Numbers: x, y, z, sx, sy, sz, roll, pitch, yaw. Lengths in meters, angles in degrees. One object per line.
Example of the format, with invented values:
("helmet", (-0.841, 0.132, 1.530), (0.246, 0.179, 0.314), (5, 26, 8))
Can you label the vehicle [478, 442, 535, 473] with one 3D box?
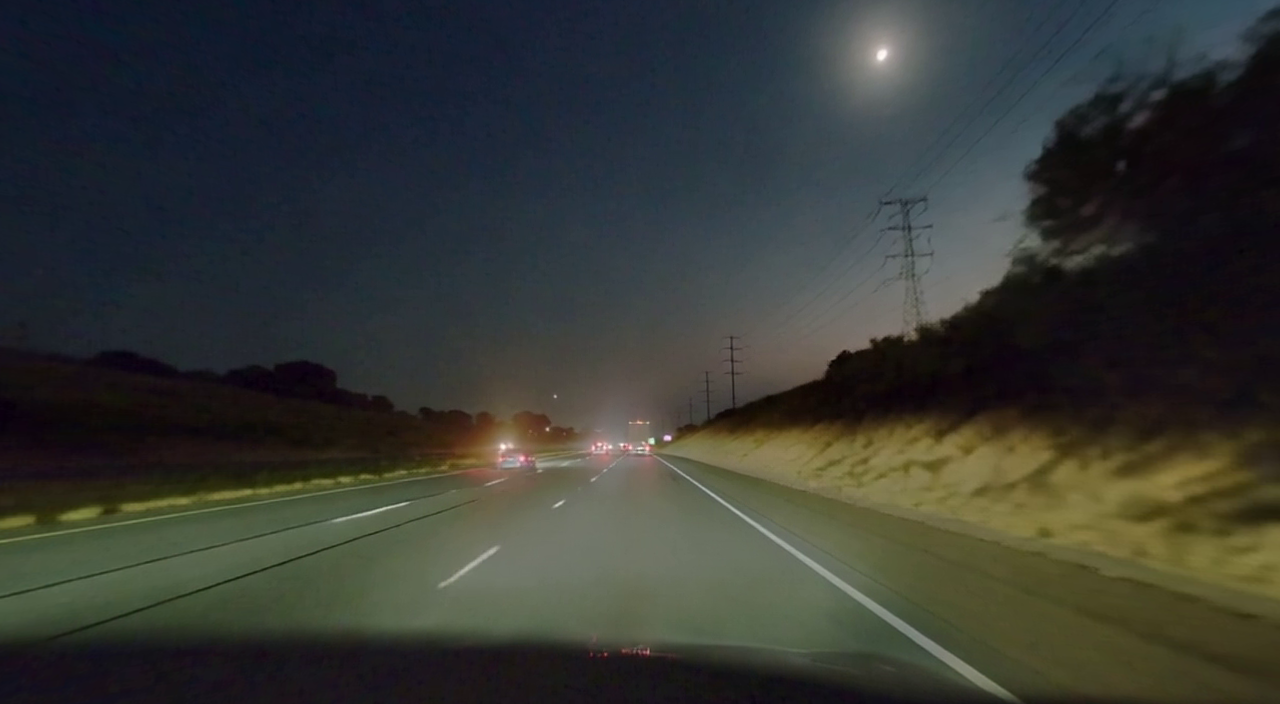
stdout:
("vehicle", (-7.176, 5.727, 34.331), (2.066, 1.558, 4.607), (0, -9, 0))
